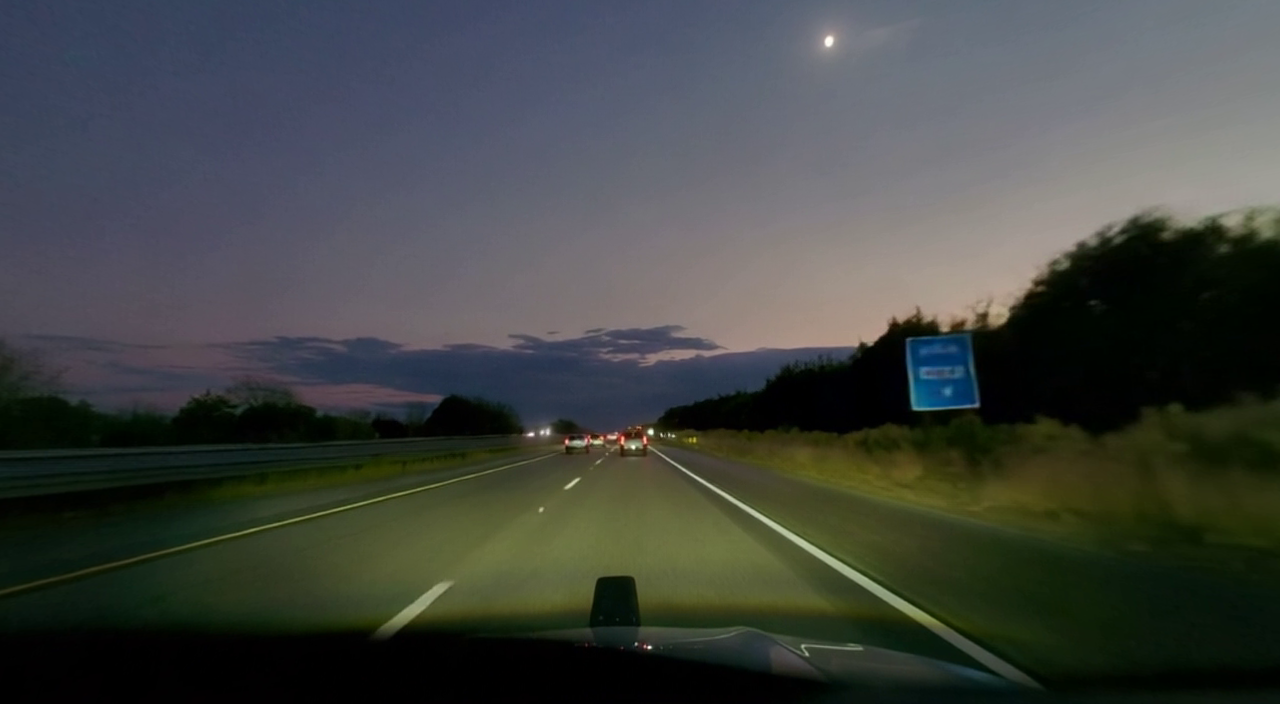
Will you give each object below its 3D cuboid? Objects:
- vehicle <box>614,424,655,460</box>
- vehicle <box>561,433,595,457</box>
[{"bbox_3d":[-0.370,5.173,36.253,2.223,1.957,4.416,0,-8,-2],"label":"vehicle"},{"bbox_3d":[-4.409,6.633,45.032,2.062,1.567,4.117,0,-8,-1],"label":"vehicle"}]
